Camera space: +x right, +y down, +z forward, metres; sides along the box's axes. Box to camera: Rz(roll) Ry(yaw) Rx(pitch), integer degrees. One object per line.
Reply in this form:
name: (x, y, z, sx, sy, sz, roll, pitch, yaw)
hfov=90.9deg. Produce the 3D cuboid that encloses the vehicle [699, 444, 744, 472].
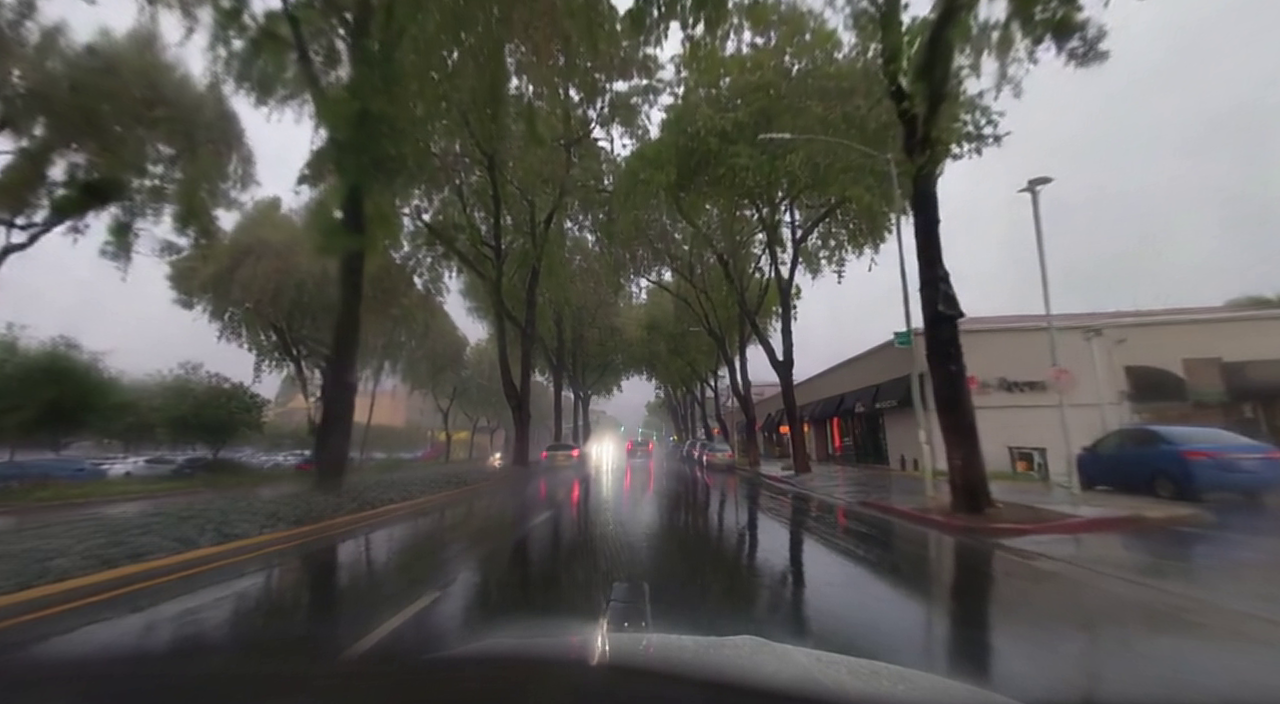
vehicle: (4.494, 5.887, 35.346, 1.896, 1.451, 4.329, 0, -8, 0)

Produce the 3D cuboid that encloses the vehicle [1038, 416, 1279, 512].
vehicle: (10.134, 2.081, 12.159, 1.998, 1.494, 4.411, 0, -8, -1)

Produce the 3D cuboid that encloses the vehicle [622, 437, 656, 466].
vehicle: (-0.084, 6.492, 41.138, 2.075, 1.770, 4.018, 0, -8, 0)

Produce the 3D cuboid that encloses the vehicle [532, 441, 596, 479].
vehicle: (-3.227, 4.683, 27.637, 2.151, 1.484, 4.468, 0, -8, 1)
